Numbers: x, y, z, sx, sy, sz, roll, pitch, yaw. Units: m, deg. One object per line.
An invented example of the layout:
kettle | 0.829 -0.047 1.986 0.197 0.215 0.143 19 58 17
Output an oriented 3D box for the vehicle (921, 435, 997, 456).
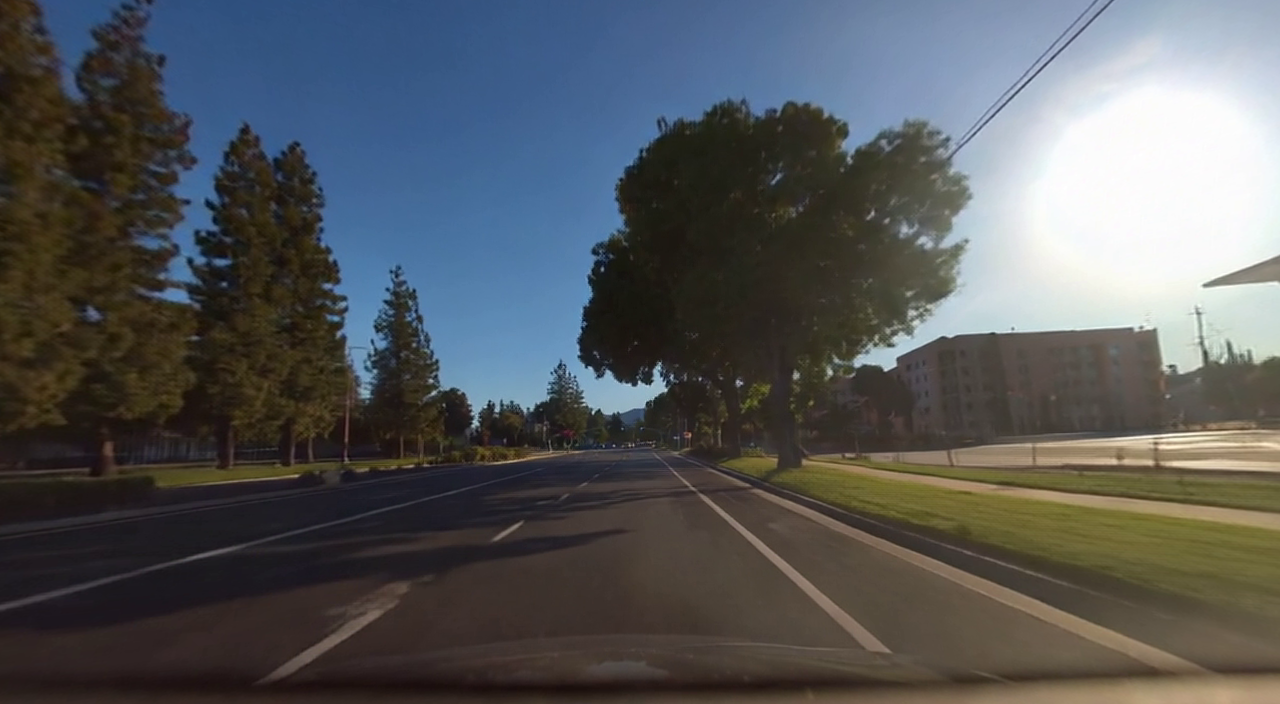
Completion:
vehicle | 22.261 6.519 44.086 4.271 1.424 1.941 0 -8 1
